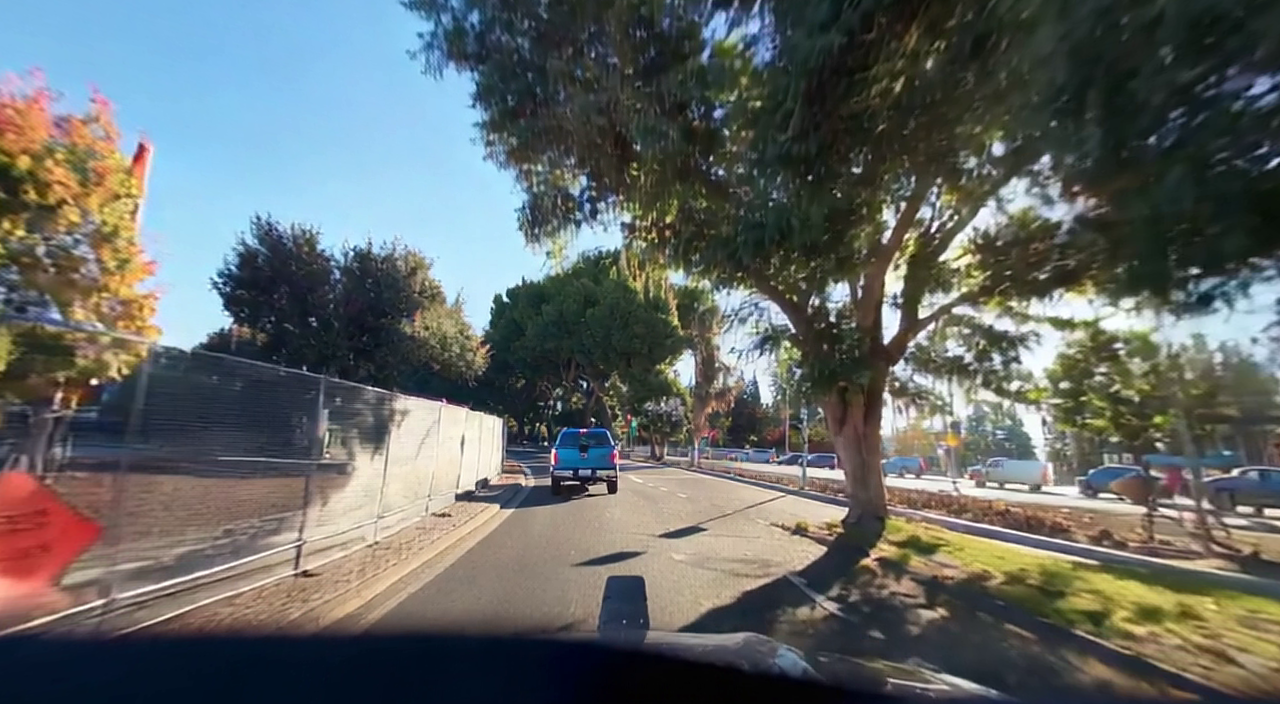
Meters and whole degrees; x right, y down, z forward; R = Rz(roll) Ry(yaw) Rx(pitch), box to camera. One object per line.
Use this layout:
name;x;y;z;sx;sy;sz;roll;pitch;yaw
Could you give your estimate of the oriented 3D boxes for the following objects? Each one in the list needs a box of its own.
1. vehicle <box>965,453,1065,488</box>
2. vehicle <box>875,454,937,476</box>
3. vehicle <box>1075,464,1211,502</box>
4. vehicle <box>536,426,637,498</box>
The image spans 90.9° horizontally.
vehicle;21.468;6.769;36.394;1.938;1.781;5.078;1;-9;-11
vehicle;19.395;8.242;46.175;1.805;1.494;4.362;2;-9;-14
vehicle;22.879;5.944;28.967;1.850;1.470;4.761;2;-9;-10
vehicle;-1.571;3.060;17.953;2.436;1.698;5.322;1;-9;-6
